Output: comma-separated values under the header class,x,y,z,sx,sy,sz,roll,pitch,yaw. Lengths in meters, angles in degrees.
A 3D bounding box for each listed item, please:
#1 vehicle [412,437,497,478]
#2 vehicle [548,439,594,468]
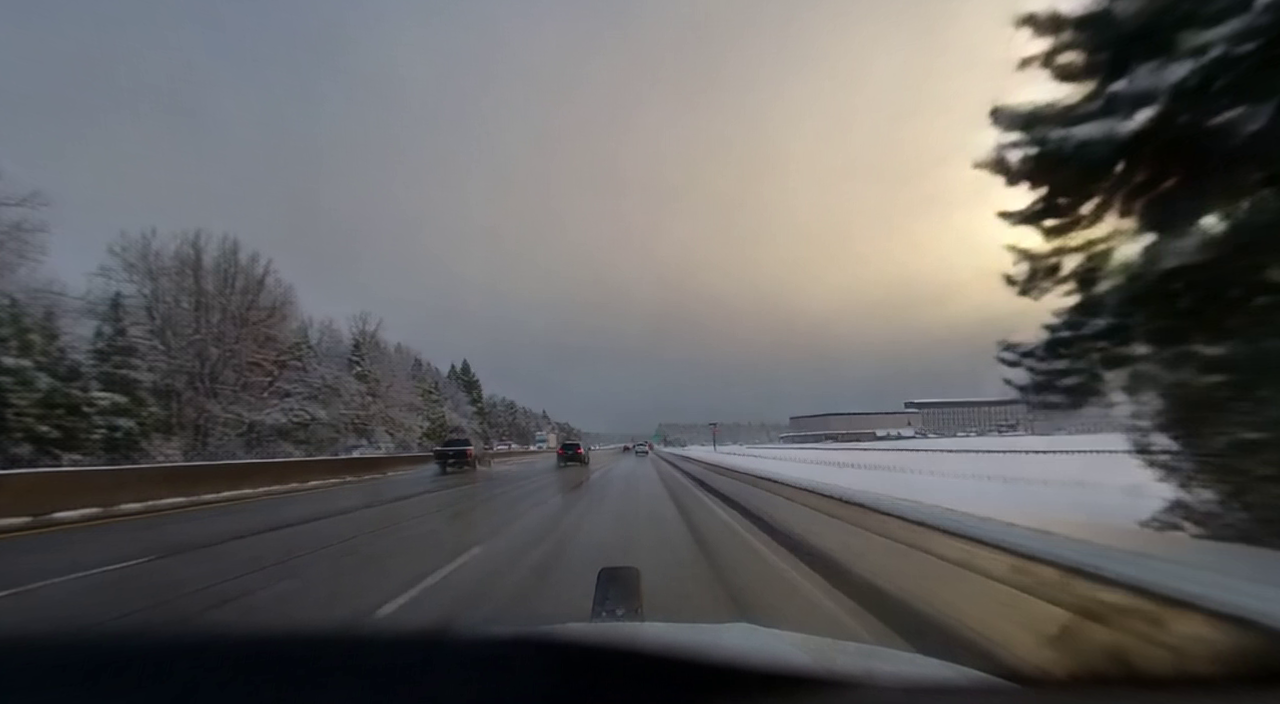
class,x,y,z,sx,sy,sz,roll,pitch,yaw
vehicle,-7.560,4.326,26.159,2.034,1.523,4.627,0,-8,1
vehicle,-3.969,5.910,36.905,2.083,1.588,4.801,0,-8,1
